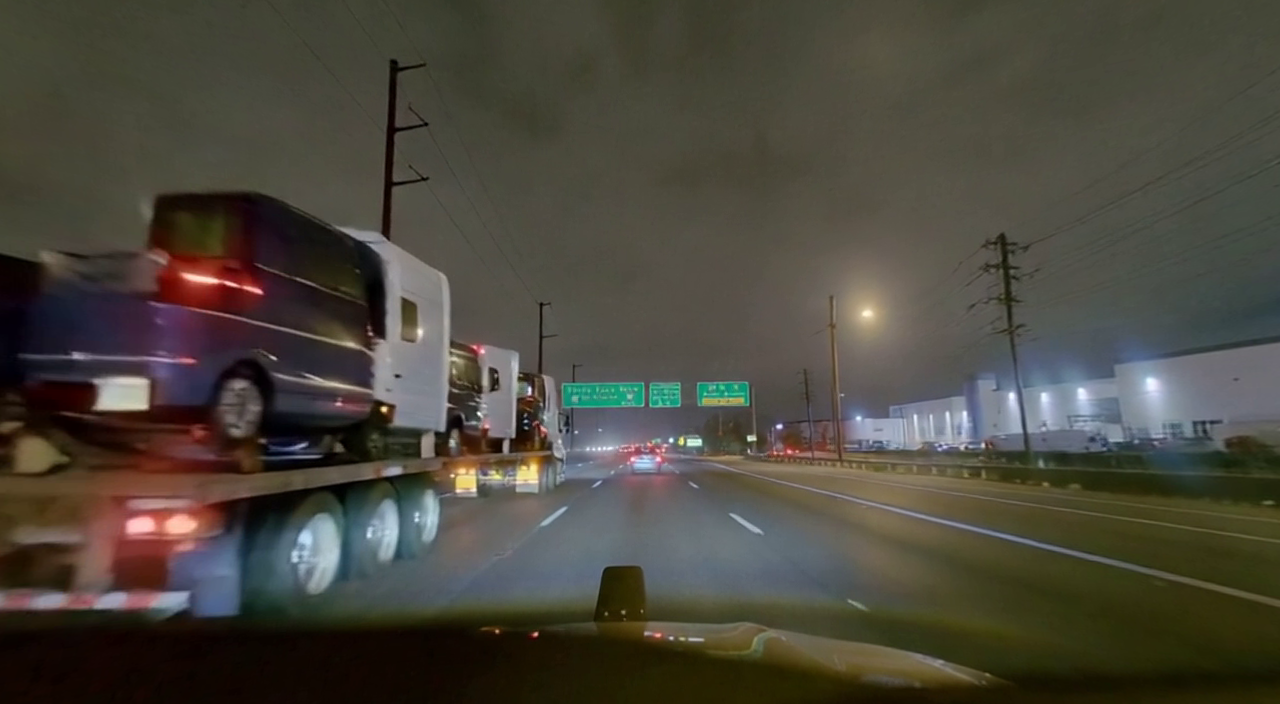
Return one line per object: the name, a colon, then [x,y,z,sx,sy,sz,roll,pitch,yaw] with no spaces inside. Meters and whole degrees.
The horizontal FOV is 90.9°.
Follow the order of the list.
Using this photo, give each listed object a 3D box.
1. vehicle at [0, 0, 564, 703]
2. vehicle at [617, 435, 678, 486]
vehicle: [-3.926,0.918,11.240,2.888,4.308,16.259,0,-8,1]
vehicle: [0.263,4.382,25.832,2.279,1.837,4.747,0,-8,0]
